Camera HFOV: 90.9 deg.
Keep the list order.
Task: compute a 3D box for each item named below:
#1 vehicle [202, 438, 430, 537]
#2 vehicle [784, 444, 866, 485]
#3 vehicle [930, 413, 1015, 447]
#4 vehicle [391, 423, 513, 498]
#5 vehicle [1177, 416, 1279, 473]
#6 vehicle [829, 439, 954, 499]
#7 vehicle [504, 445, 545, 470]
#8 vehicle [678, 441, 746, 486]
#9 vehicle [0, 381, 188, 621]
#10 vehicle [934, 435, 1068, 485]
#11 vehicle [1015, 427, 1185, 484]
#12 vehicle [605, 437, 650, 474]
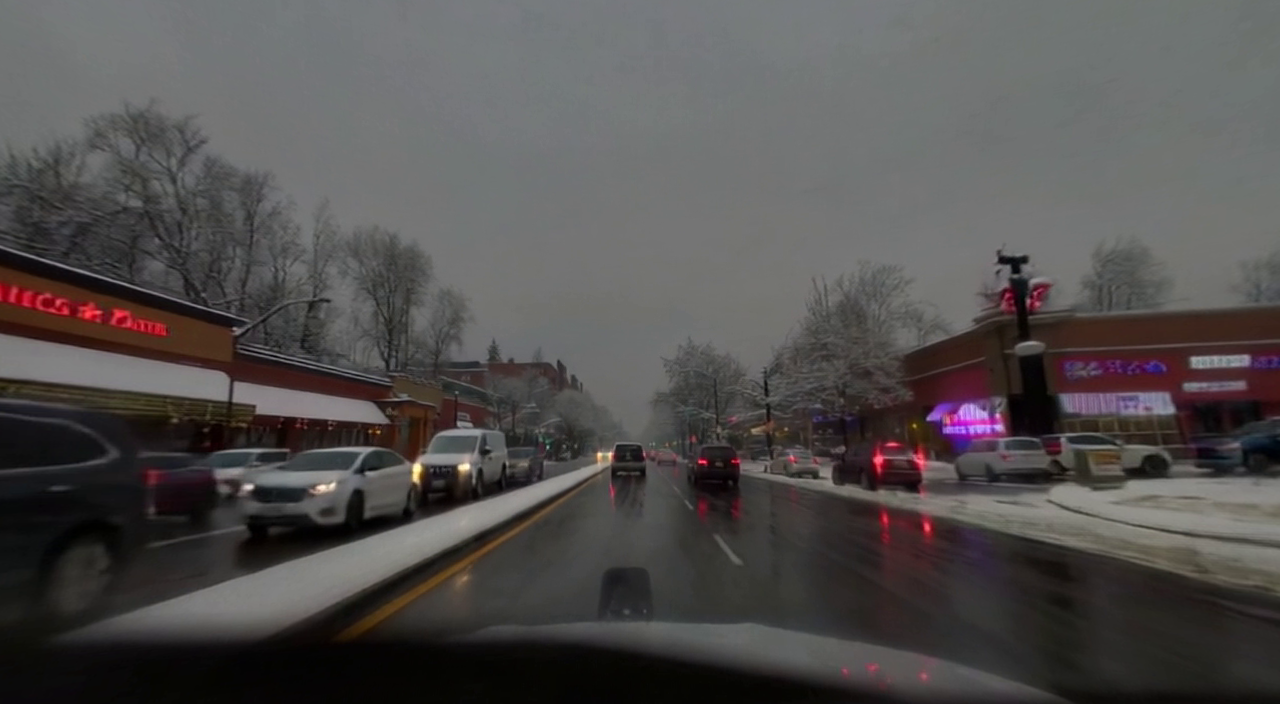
[{"bbox_3d":[-5.711,2.429,11.939,1.835,1.476,4.533,1,-9,1],"label":"vehicle"},{"bbox_3d":[7.284,4.448,25.344,1.831,1.475,4.924,-1,-8,1],"label":"vehicle"},{"bbox_3d":[15.752,3.804,30.152,1.793,1.505,4.557,-1,-9,3],"label":"vehicle"},{"bbox_3d":[-5.580,3.269,19.563,2.240,1.945,5.114,-1,-8,0],"label":"vehicle"},{"bbox_3d":[21.199,3.082,21.294,1.967,1.751,4.275,-2,-8,-5],"label":"vehicle"},{"bbox_3d":[7.495,3.513,19.338,1.914,1.587,4.548,0,-8,0],"label":"vehicle"},{"bbox_3d":[-8.391,7.711,46.125,2.097,1.707,4.506,0,-9,1],"label":"vehicle"},{"bbox_3d":[2.632,4.189,23.966,2.046,1.540,3.883,0,-9,-1],"label":"vehicle"},{"bbox_3d":[-5.821,1.041,4.125,2.242,1.740,4.659,-1,-8,0],"label":"vehicle"},{"bbox_3d":[12.312,3.700,21.919,2.058,1.493,4.612,-2,-8,3],"label":"vehicle"},{"bbox_3d":[15.442,3.504,21.626,2.007,1.642,5.001,-2,-8,-1],"label":"vehicle"},{"bbox_3d":[-0.631,5.628,34.382,2.301,1.837,4.411,0,-9,0],"label":"vehicle"}]
